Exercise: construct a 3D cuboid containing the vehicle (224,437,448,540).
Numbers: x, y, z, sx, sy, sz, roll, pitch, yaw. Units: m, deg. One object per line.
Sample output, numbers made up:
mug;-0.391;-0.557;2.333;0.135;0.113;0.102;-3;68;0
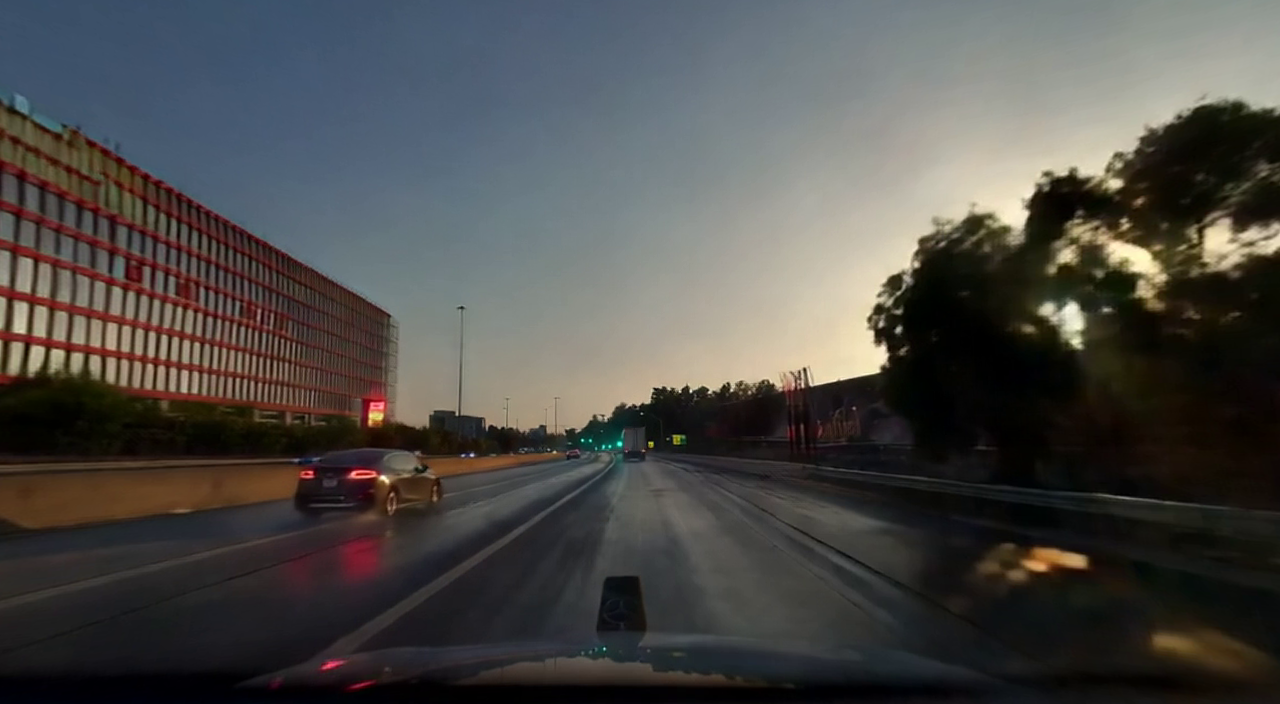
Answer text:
vehicle;-5.180;2.363;11.540;1.943;1.510;4.201;0;-9;1
